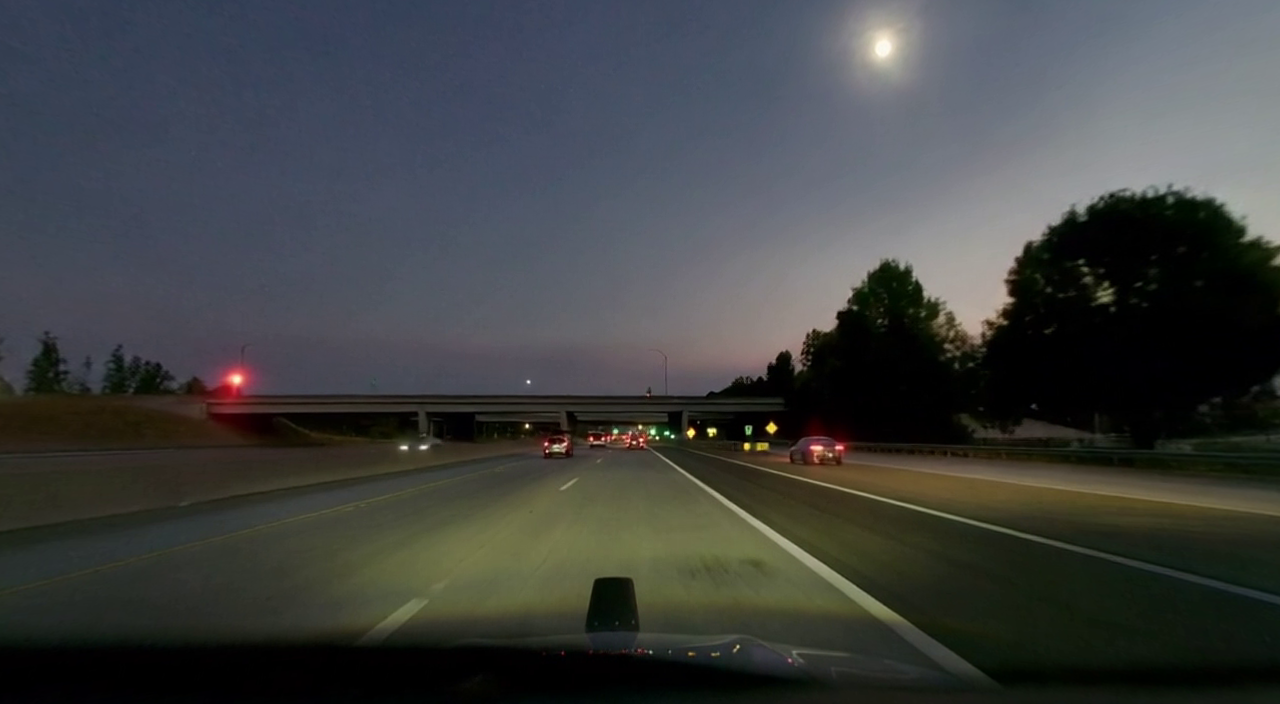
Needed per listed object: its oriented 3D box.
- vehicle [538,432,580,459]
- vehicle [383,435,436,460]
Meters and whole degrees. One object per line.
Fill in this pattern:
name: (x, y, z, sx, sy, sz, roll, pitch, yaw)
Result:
vehicle: (-4.696, 5.484, 37.108, 1.933, 1.473, 4.023, 0, -8, 0)
vehicle: (-13.758, 5.706, 37.785, 1.769, 1.427, 3.692, 0, -8, 0)
